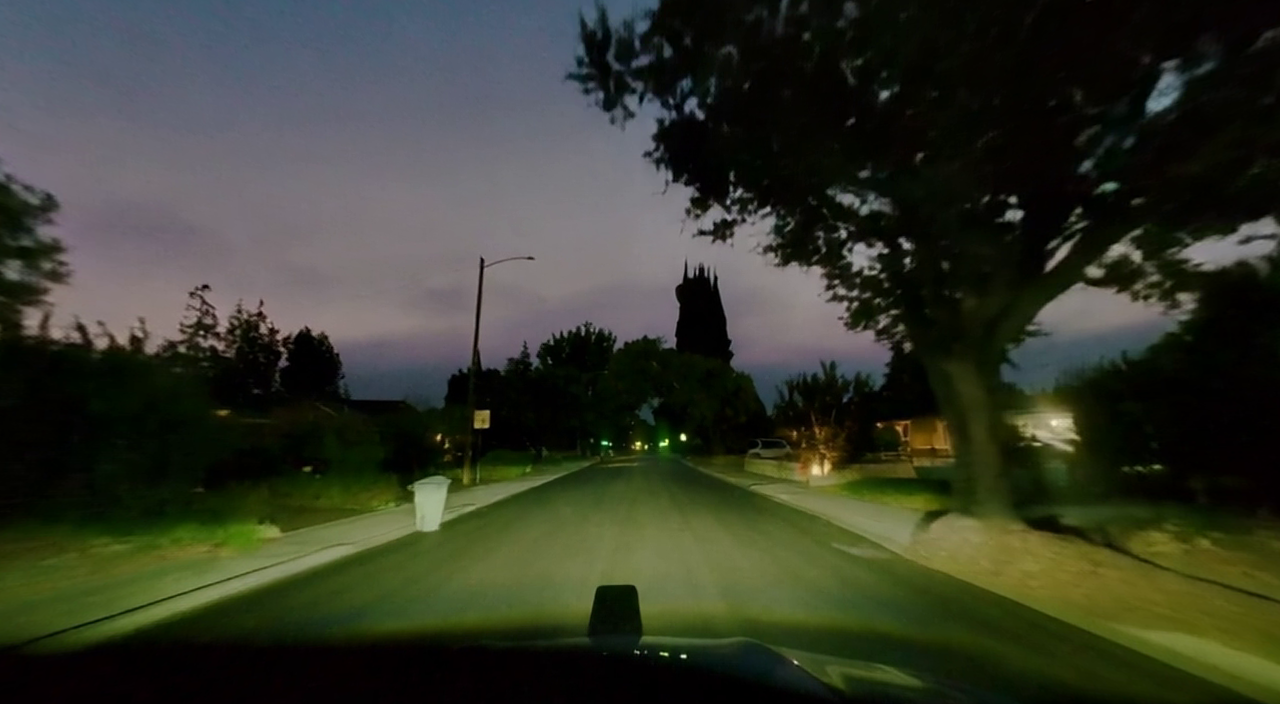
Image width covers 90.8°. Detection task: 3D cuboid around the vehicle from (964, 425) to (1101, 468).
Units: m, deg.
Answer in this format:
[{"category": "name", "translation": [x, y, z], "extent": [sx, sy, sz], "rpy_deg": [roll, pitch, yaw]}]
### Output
[{"category": "vehicle", "translation": [16.444, 3.982, 26.633], "extent": [4.495, 1.724, 1.943], "rpy_deg": [0, -9, -4]}]

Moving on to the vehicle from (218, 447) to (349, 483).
[{"category": "vehicle", "translation": [-14.287, 4.541, 25.495], "extent": [4.138, 1.355, 1.808], "rpy_deg": [0, -9, 0]}]
